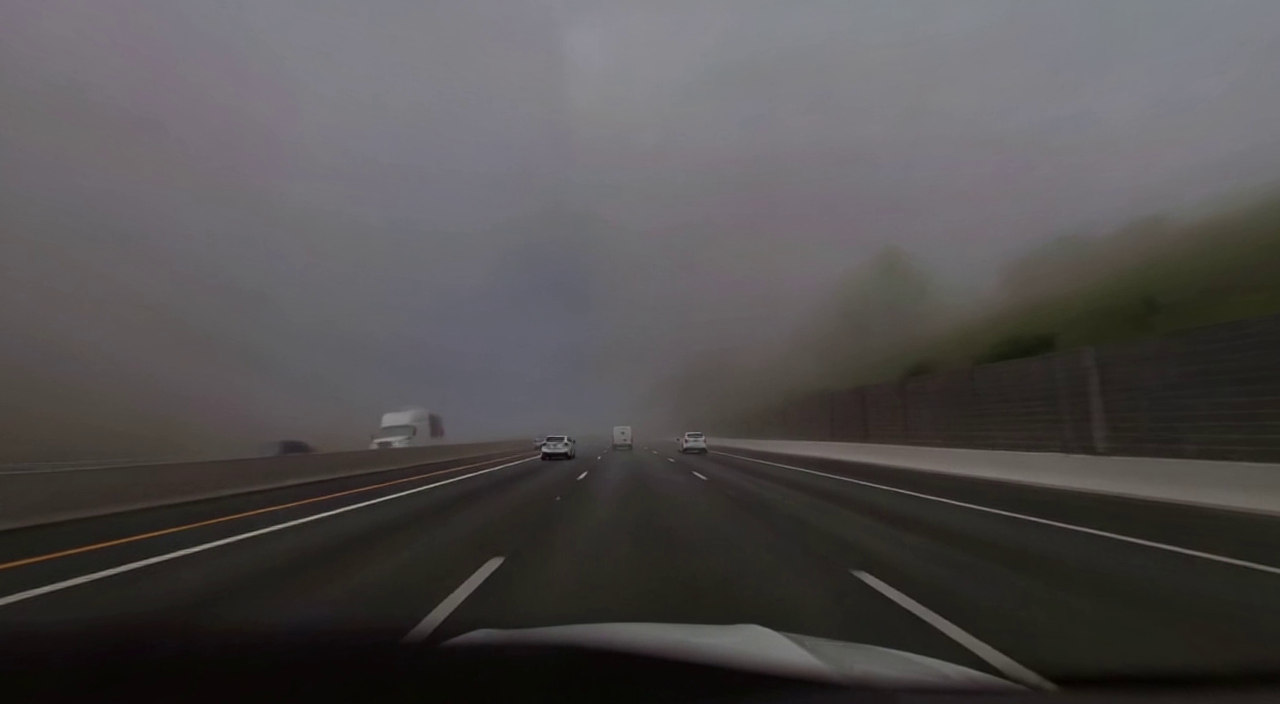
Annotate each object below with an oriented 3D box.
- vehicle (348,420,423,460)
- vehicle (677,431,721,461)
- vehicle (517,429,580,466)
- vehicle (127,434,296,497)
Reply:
[{"bbox_3d":[-15.582,5.431,38.978,2.370,2.302,5.407,0,-8,-1],"label":"vehicle"},{"bbox_3d":[3.047,4.893,33.133,1.806,1.469,3.681,0,-8,-2],"label":"vehicle"},{"bbox_3d":[-4.009,4.241,28.227,2.204,1.486,4.121,0,-8,0],"label":"vehicle"},{"bbox_3d":[-11.274,2.960,16.980,1.761,1.495,4.028,0,-8,-1],"label":"vehicle"}]
